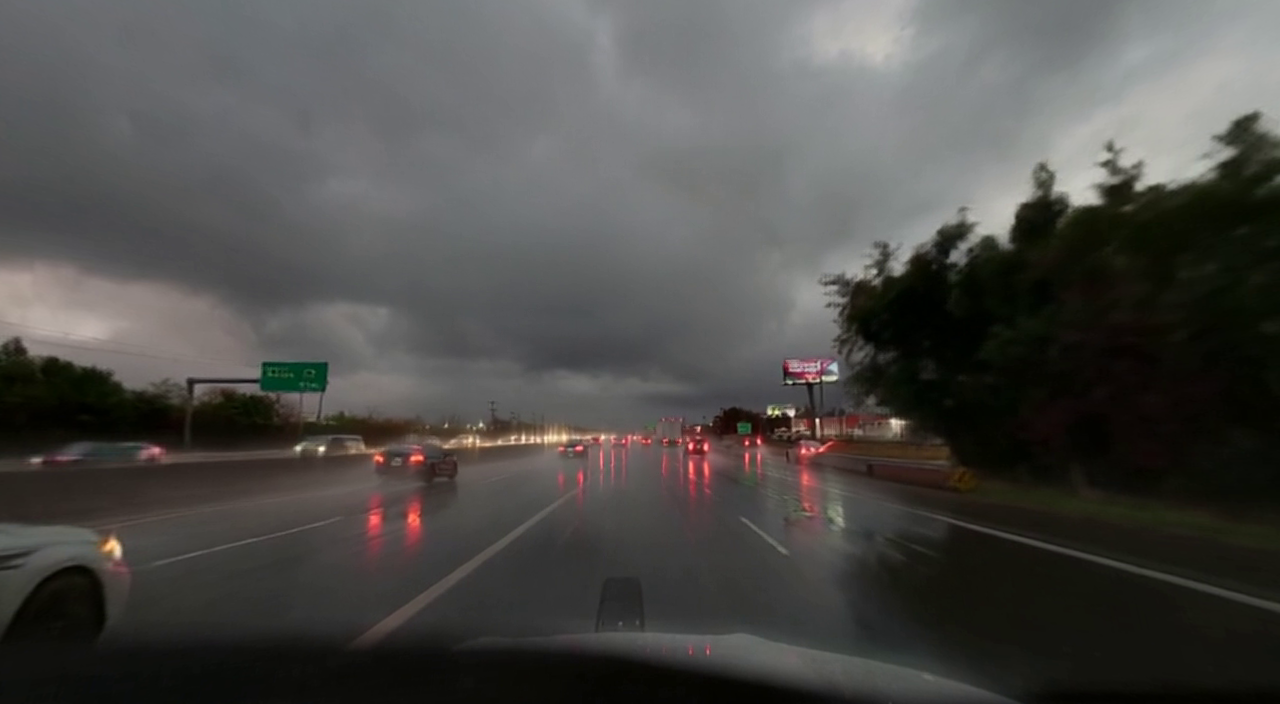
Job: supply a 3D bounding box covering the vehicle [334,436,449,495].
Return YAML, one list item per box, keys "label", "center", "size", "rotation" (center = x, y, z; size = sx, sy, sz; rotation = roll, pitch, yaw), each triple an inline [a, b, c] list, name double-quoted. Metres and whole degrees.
- label: "vehicle"
  center: [-7.171, 3.302, 18.621]
  size: [1.865, 1.518, 3.620]
  rotation: [0, -9, 1]

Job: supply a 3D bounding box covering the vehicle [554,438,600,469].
- label: "vehicle"
  center: [-3.355, 5.492, 34.123]
  size: [2.001, 1.577, 4.055]
  rotation: [0, -9, 1]

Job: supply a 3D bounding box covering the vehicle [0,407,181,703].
- label: "vehicle"
  center: [-3.827, 0.814, 1.621]
  size: [2.008, 1.504, 4.264]
  rotation: [0, -9, 1]

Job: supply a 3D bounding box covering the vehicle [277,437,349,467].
- label: "vehicle"
  center: [-19.566, 6.002, 37.895]
  size: [1.927, 1.661, 4.379]
  rotation: [0, -9, 0]

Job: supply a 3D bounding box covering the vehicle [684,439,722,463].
- label: "vehicle"
  center: [4.187, 6.725, 42.830]
  size: [2.135, 1.532, 4.506]
  rotation: [1, -9, 0]
